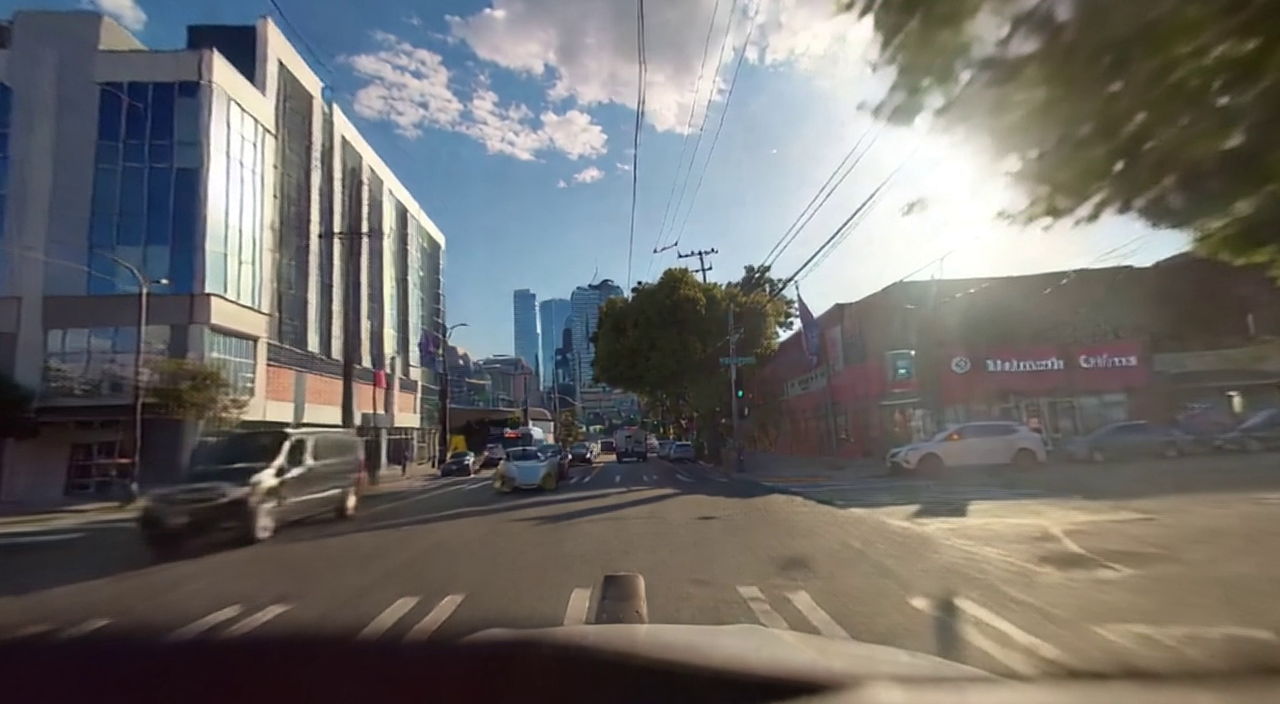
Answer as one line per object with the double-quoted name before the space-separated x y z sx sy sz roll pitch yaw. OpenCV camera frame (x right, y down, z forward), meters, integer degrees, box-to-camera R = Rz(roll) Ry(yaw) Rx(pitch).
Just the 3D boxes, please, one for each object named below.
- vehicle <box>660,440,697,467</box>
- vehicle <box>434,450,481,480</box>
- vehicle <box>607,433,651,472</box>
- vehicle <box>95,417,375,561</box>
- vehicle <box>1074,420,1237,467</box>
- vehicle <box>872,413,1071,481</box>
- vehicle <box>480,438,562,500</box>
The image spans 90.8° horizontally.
"vehicle" 2.391 6.509 40.704 1.934 1.633 4.271 0 -8 -2
"vehicle" -10.687 6.626 37.297 1.847 1.566 3.525 -1 -7 -2
"vehicle" -0.649 5.248 33.179 2.127 1.893 4.194 0 -8 -3
"vehicle" -6.628 2.216 11.193 2.090 1.975 4.657 0 -8 -4
"vehicle" 18.418 3.287 22.716 4.161 1.586 1.992 0 -8 -3
"vehicle" 10.252 2.997 19.978 4.966 1.826 2.209 -3 -8 6
"vehicle" -3.653 3.601 20.029 2.026 1.616 4.109 -2 -7 -3
